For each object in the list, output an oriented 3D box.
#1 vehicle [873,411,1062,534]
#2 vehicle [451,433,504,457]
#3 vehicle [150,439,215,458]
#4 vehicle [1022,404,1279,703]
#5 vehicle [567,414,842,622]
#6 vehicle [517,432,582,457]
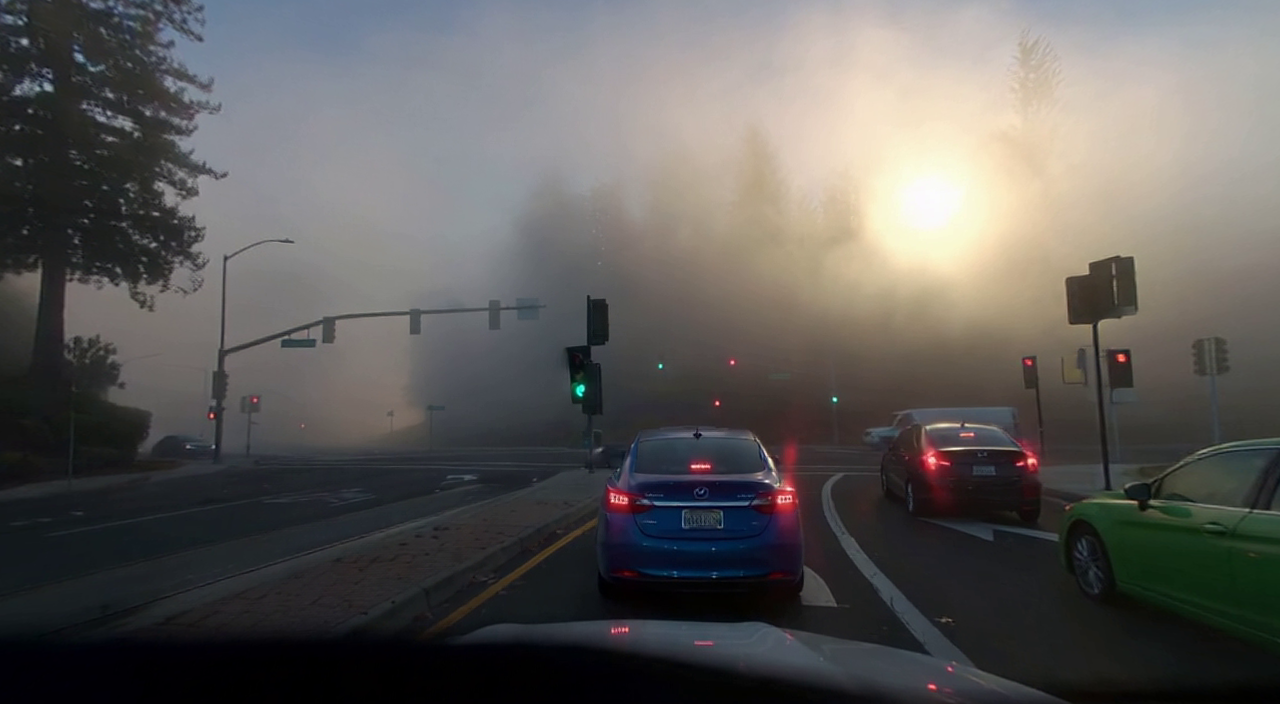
[{"bbox_3d":[5.521,2.048,11.296,2.102,1.717,4.373,-2,-9,16],"label":"vehicle"},{"bbox_3d":[-12.506,7.119,48.192,1.972,1.705,4.457,8,-11,-44],"label":"vehicle"},{"bbox_3d":[-35.407,7.443,48.630,1.652,1.433,3.733,-7,-11,40],"label":"vehicle"},{"bbox_3d":[4.237,1.059,3.375,1.954,1.508,4.441,-1,-8,6],"label":"vehicle"},{"bbox_3d":[0.841,1.500,6.696,2.052,1.483,3.928,-2,-8,12],"label":"vehicle"},{"bbox_3d":[-6.013,6.111,41.569,1.932,1.573,4.509,8,-12,-44],"label":"vehicle"}]
